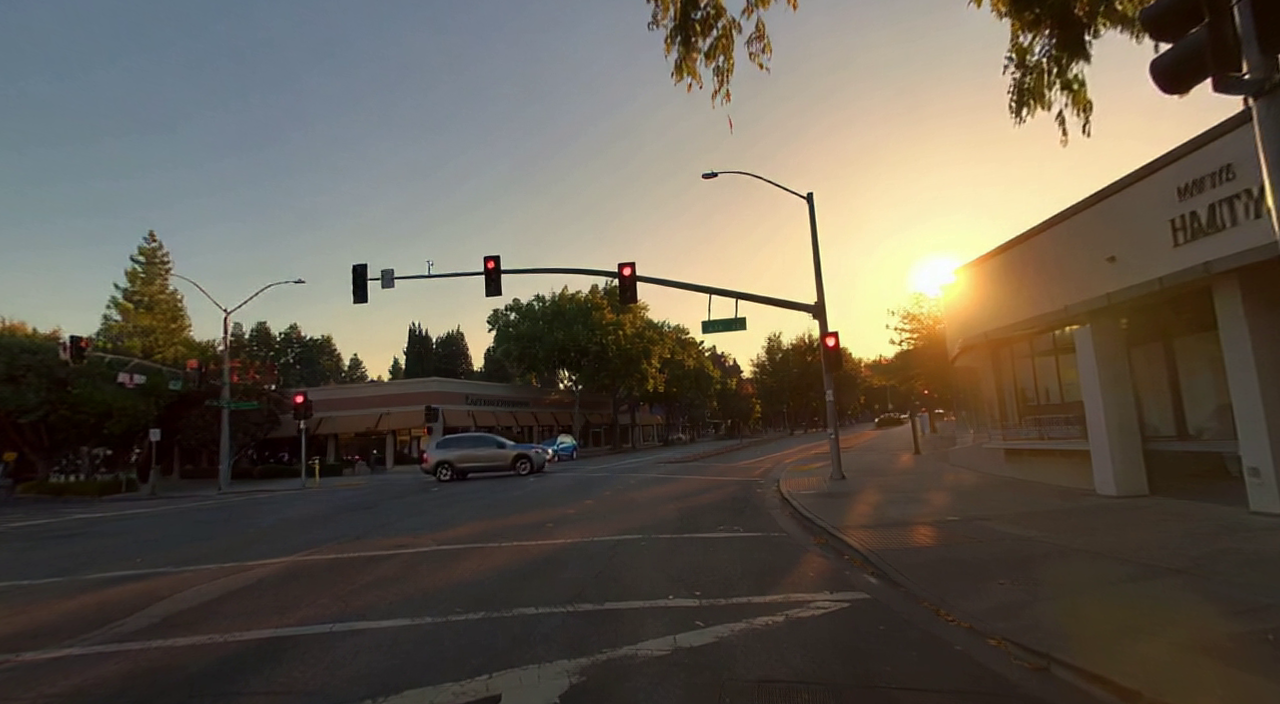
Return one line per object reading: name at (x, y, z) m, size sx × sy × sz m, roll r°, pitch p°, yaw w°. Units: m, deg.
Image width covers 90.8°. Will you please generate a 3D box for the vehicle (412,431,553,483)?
vehicle at (-5.788, 3.821, 23.273) m, size 4.715 × 1.745 × 2.026 m, roll 3°, pitch -9°, yaw -23°
